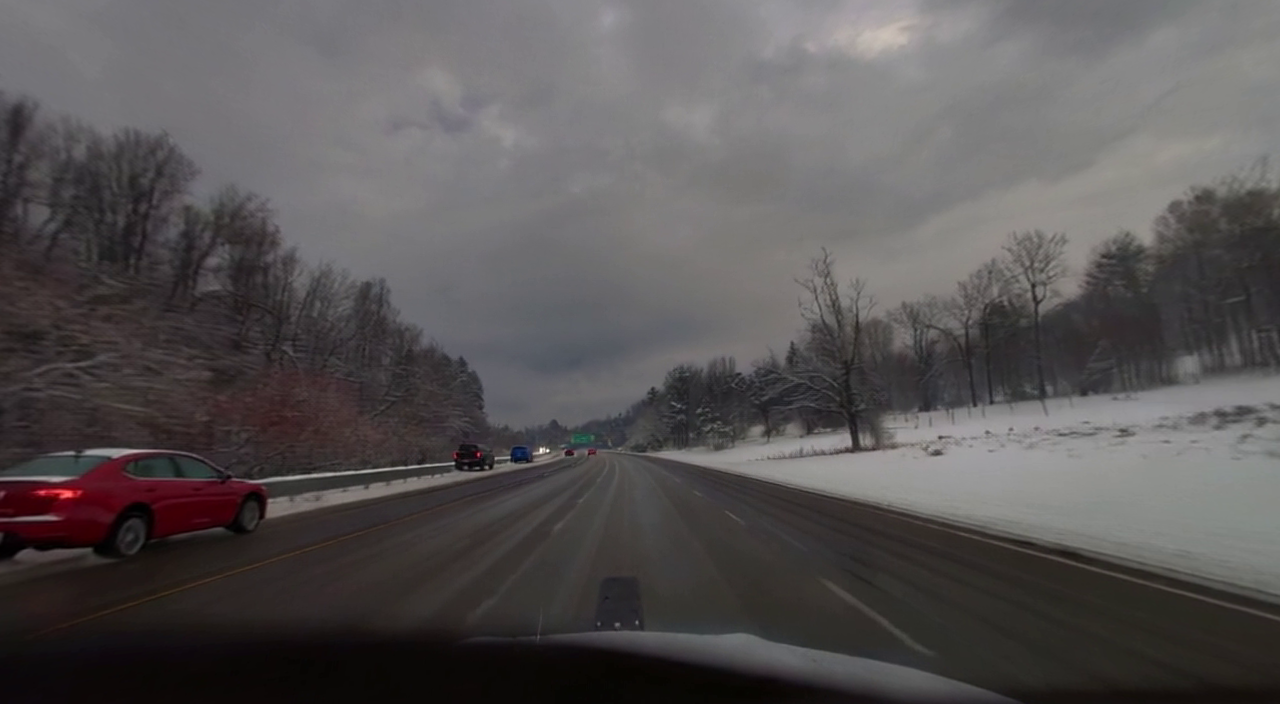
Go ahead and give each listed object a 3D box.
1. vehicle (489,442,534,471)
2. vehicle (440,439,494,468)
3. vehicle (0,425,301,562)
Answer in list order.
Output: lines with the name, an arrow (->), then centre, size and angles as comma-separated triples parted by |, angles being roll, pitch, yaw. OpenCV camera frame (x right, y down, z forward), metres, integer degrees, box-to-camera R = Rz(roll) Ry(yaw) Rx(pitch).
vehicle -> -8.075, 6.575, 39.851 | 2.060, 1.680, 4.255 | 0, -9, -2
vehicle -> -12.377, 7.302, 45.467 | 2.425, 1.926, 5.584 | 0, -9, -2
vehicle -> -7.703, 2.038, 9.867 | 2.133, 1.586, 4.869 | 0, -9, -1
